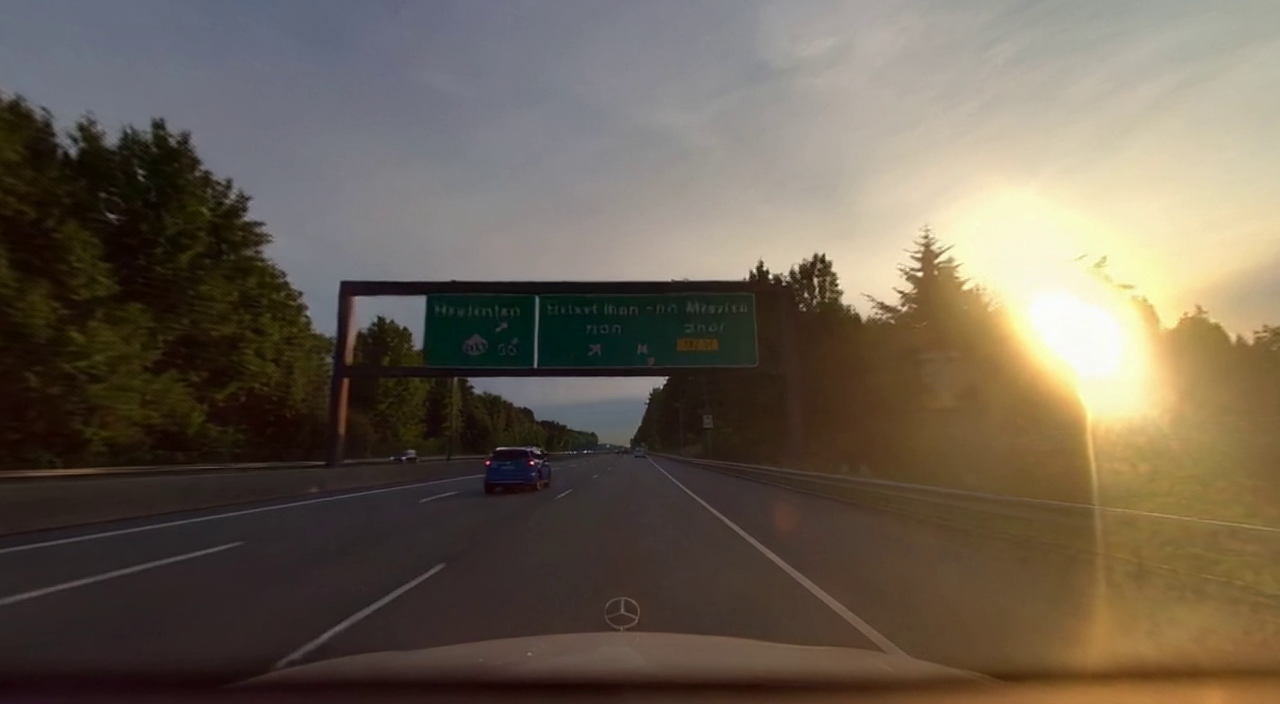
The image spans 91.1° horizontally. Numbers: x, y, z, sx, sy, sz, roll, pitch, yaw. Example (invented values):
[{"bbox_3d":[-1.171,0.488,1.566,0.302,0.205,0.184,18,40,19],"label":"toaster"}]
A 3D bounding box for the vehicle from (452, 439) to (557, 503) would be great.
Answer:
[{"bbox_3d":[-3.816,3.440,18.575,2.104,1.626,4.283,-1,-9,1],"label":"vehicle"}]
